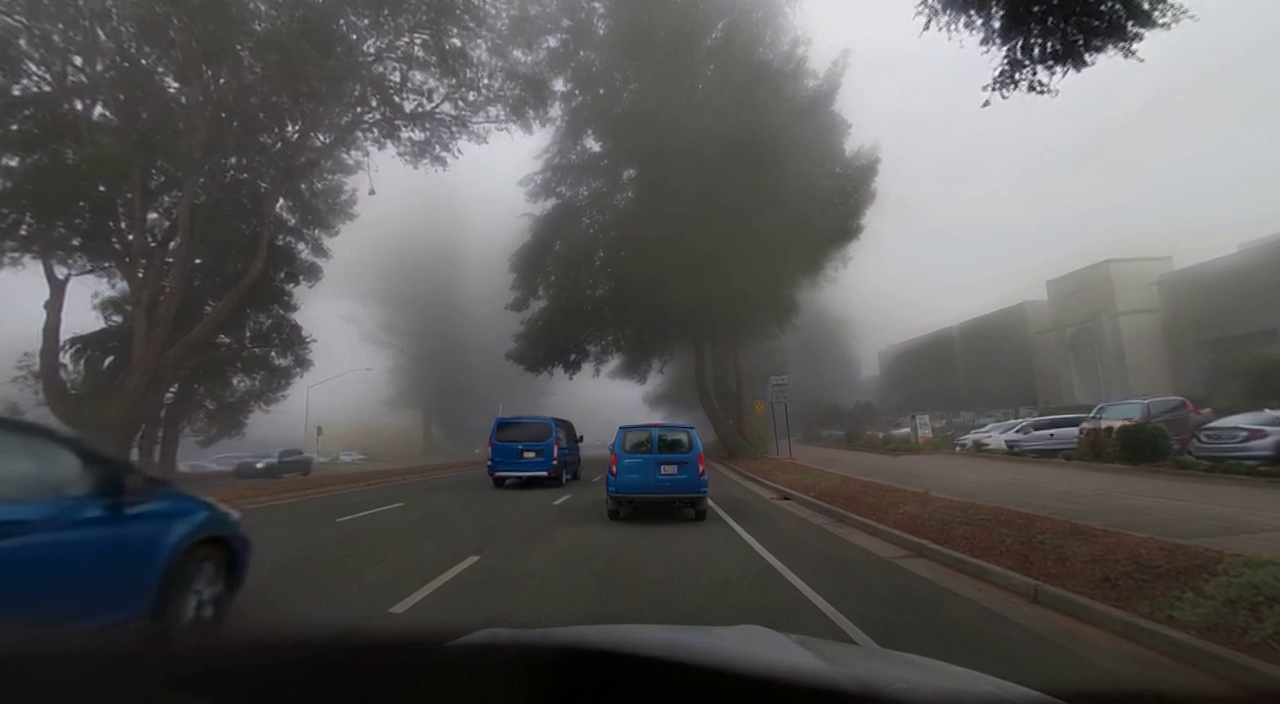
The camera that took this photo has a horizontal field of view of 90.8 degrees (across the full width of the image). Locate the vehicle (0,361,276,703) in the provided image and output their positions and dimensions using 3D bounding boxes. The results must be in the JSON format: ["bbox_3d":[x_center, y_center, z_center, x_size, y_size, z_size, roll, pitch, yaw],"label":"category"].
[{"bbox_3d":[-3.937,0.881,2.647,2.116,1.714,4.757,0,-9,-2],"label":"vehicle"}]

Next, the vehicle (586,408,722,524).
[{"bbox_3d":[0.307,2.139,12.279,2.173,1.830,4.189,0,-9,2],"label":"vehicle"}]

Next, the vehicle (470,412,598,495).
[{"bbox_3d":[-2.880,2.995,18.823,2.486,2.074,5.456,-1,-9,4],"label":"vehicle"}]
